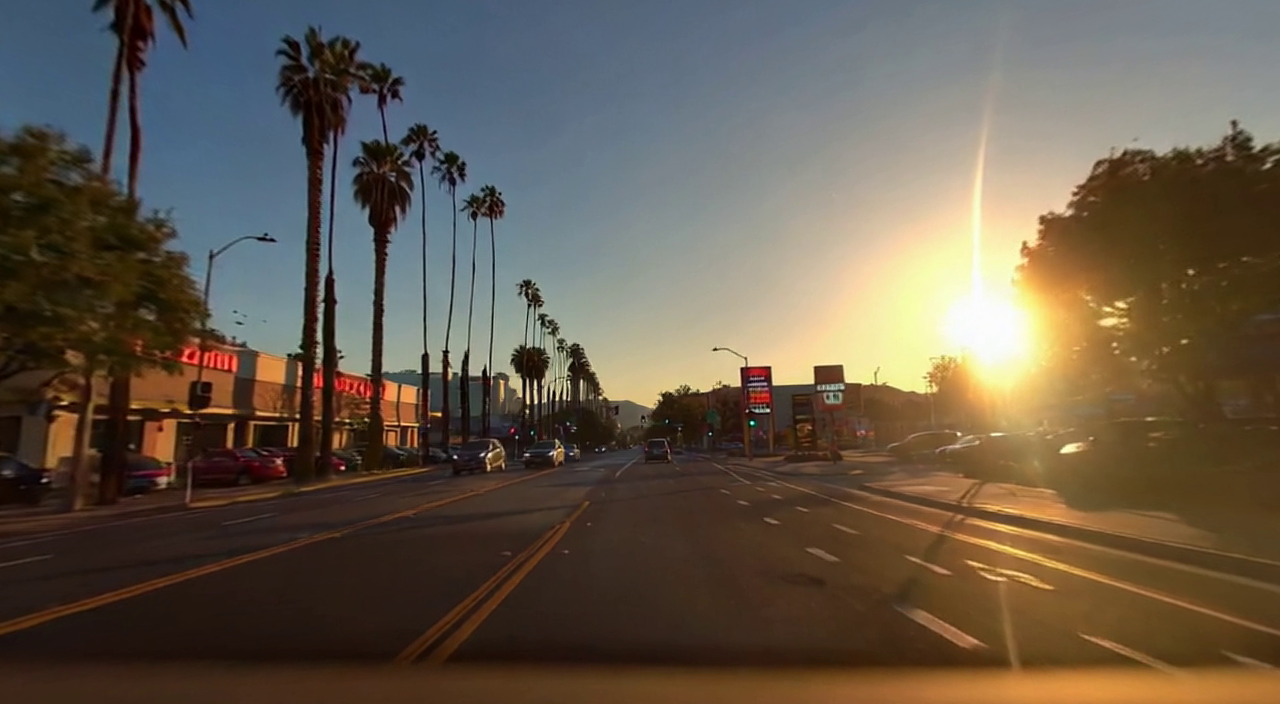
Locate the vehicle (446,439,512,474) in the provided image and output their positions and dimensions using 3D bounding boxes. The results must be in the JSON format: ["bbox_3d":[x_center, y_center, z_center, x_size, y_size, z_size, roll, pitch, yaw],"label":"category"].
[{"bbox_3d":[-9.793,6.394,38.841,2.328,1.976,5.915,0,-8,2],"label":"vehicle"}]

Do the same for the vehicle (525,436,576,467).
[{"bbox_3d":[-5.962,6.730,42.698,2.551,1.995,5.615,0,-9,1],"label":"vehicle"}]

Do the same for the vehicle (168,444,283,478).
[{"bbox_3d":[-21.750,5.735,33.146,4.498,1.729,2.102,0,-9,0],"label":"vehicle"}]

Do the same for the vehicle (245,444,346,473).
[{"bbox_3d":[-21.413,6.655,39.282,5.050,1.758,2.134,0,-9,2],"label":"vehicle"}]

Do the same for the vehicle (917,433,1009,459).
[{"bbox_3d":[18.098,5.302,35.403,4.140,1.422,1.869,0,-9,-2],"label":"vehicle"}]

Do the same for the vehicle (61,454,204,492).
[{"bbox_3d":[-21.814,5.211,27.195,4.552,1.389,1.779,-2,-11,-2],"label":"vehicle"}]

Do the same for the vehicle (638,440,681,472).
[{"bbox_3d":[0.948,5.315,32.418,2.065,1.507,4.225,0,-9,1],"label":"vehicle"}]
